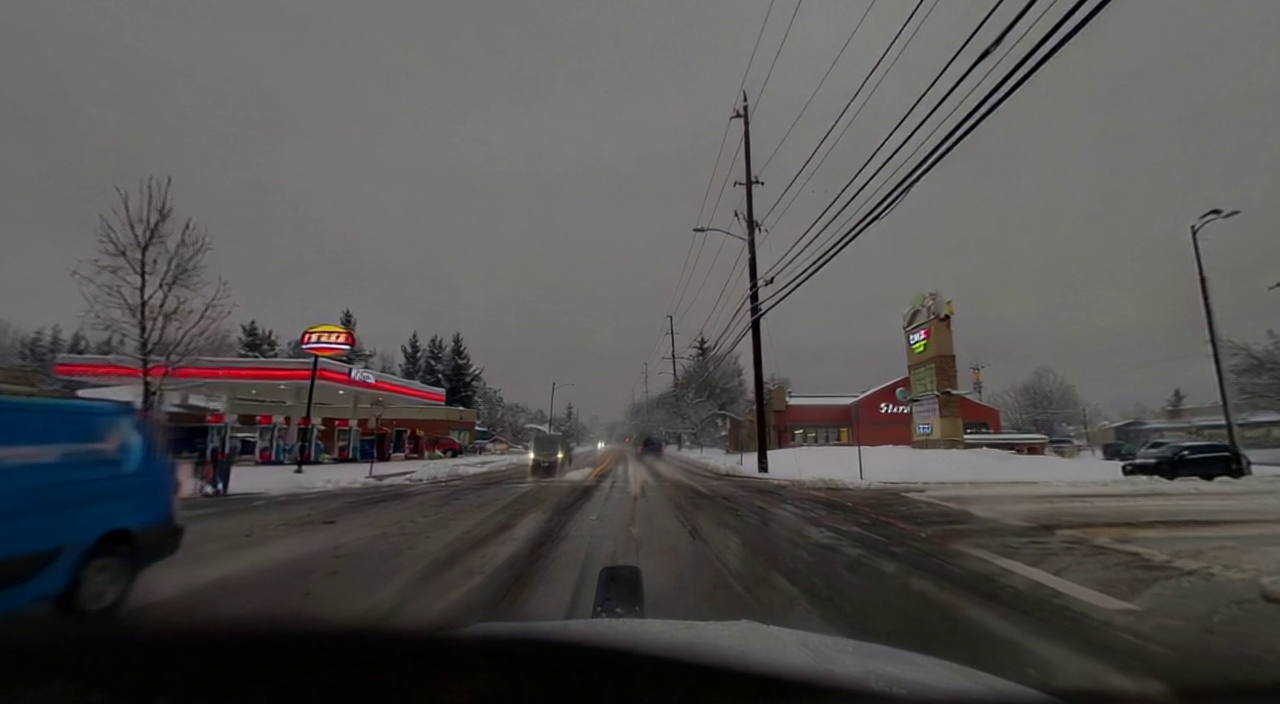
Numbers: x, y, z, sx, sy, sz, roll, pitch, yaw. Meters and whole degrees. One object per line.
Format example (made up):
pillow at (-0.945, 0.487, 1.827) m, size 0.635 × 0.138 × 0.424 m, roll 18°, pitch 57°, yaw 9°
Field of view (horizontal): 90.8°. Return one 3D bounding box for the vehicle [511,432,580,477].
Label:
vehicle at (-4.154, 4.633, 28.641) m, size 2.274 × 1.844 × 4.843 m, roll 0°, pitch -9°, yaw 1°

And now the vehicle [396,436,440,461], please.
vehicle at (-16.965, 7.401, 48.498) m, size 1.890 × 1.761 × 4.578 m, roll 0°, pitch -9°, yaw -3°

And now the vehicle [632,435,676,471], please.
vehicle at (0.607, 4.997, 31.342) m, size 2.000 × 1.663 × 4.271 m, roll 0°, pitch -9°, yaw -1°

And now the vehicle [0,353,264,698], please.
vehicle at (-4.758, 1.028, 3.858) m, size 2.222 × 1.931 × 4.882 m, roll 1°, pitch -9°, yaw -5°

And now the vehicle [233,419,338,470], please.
vehicle at (-17.361, 4.591, 31.323) m, size 2.499 × 2.309 × 4.613 m, roll 0°, pitch -9°, yaw -1°
